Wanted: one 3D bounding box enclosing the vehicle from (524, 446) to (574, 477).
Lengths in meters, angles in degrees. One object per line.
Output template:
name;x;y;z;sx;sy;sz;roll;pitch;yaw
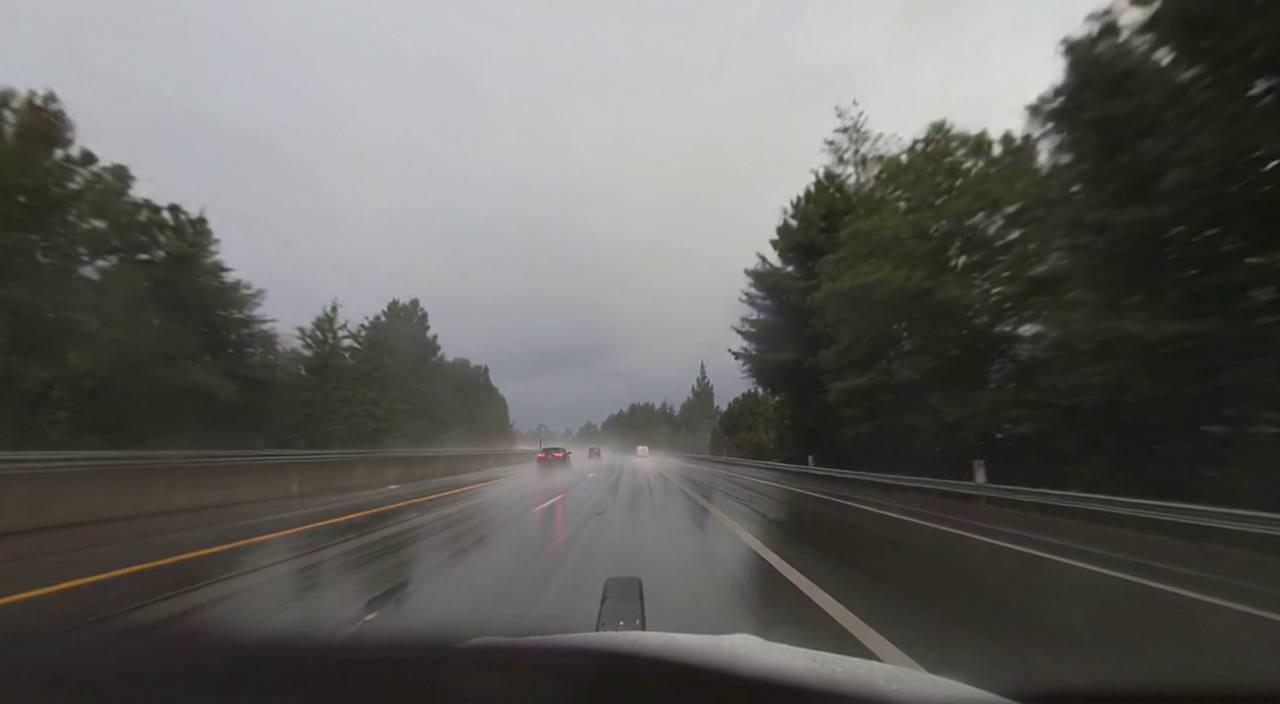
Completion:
vehicle;-4.731;5.779;33.546;2.049;1.521;4.366;0;-8;-1
